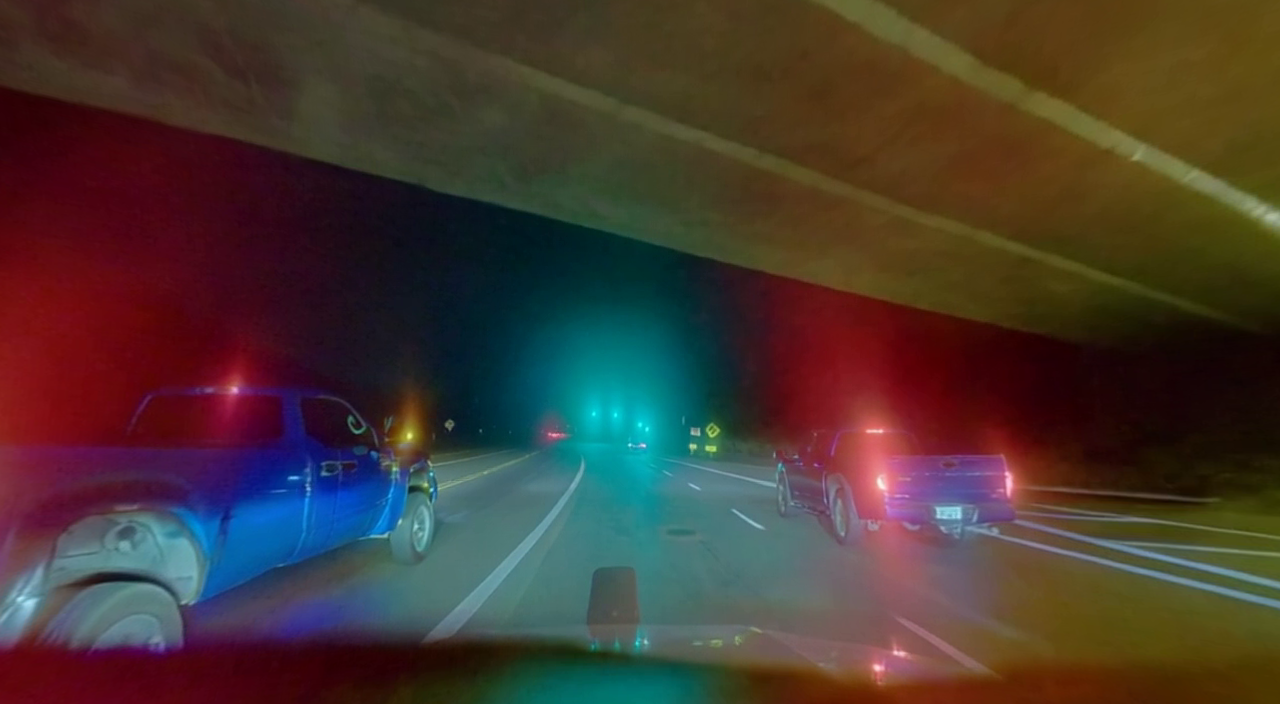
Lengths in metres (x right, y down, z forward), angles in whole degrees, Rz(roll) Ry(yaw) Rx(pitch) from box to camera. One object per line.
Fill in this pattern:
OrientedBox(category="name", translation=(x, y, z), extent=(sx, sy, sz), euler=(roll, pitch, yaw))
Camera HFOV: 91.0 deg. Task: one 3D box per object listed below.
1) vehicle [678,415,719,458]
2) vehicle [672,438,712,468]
OrientedBox(category="vehicle", translation=(4.296, 6.467, 47.900), extent=(2.625, 2.975, 8.237), euler=(0, -8, 2))
OrientedBox(category="vehicle", translation=(2.722, 5.240, 32.925), extent=(1.947, 1.475, 3.962), euler=(-1, -8, 5))
